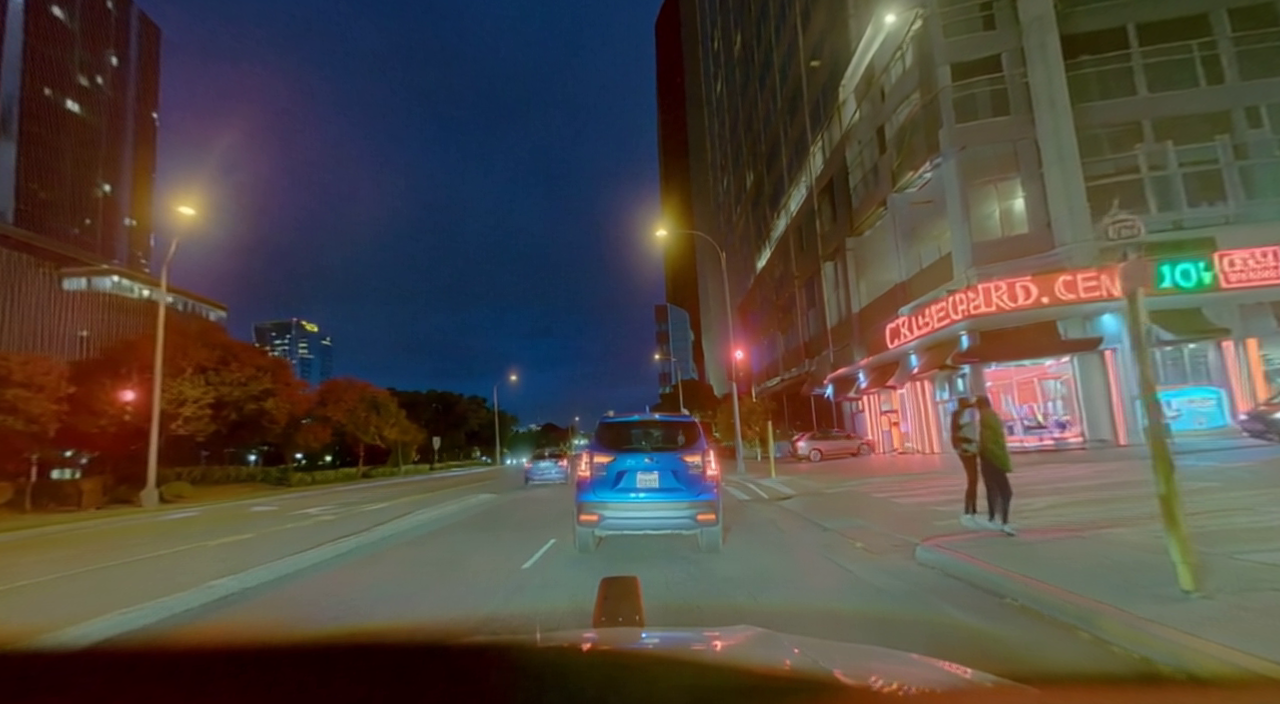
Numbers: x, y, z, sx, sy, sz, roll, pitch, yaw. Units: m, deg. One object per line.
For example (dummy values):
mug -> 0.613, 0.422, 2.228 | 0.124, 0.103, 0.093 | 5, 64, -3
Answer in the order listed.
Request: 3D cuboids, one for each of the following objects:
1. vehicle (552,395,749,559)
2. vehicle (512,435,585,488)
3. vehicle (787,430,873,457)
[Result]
vehicle -> 0.066, 1.849, 10.077 | 2.352, 1.953, 4.796 | 0, -8, -1
vehicle -> -3.193, 3.902, 22.847 | 2.023, 1.702, 4.152 | 0, -8, 0
vehicle -> 10.932, 5.287, 36.600 | 4.426, 1.490, 1.862 | -1, -8, 3
